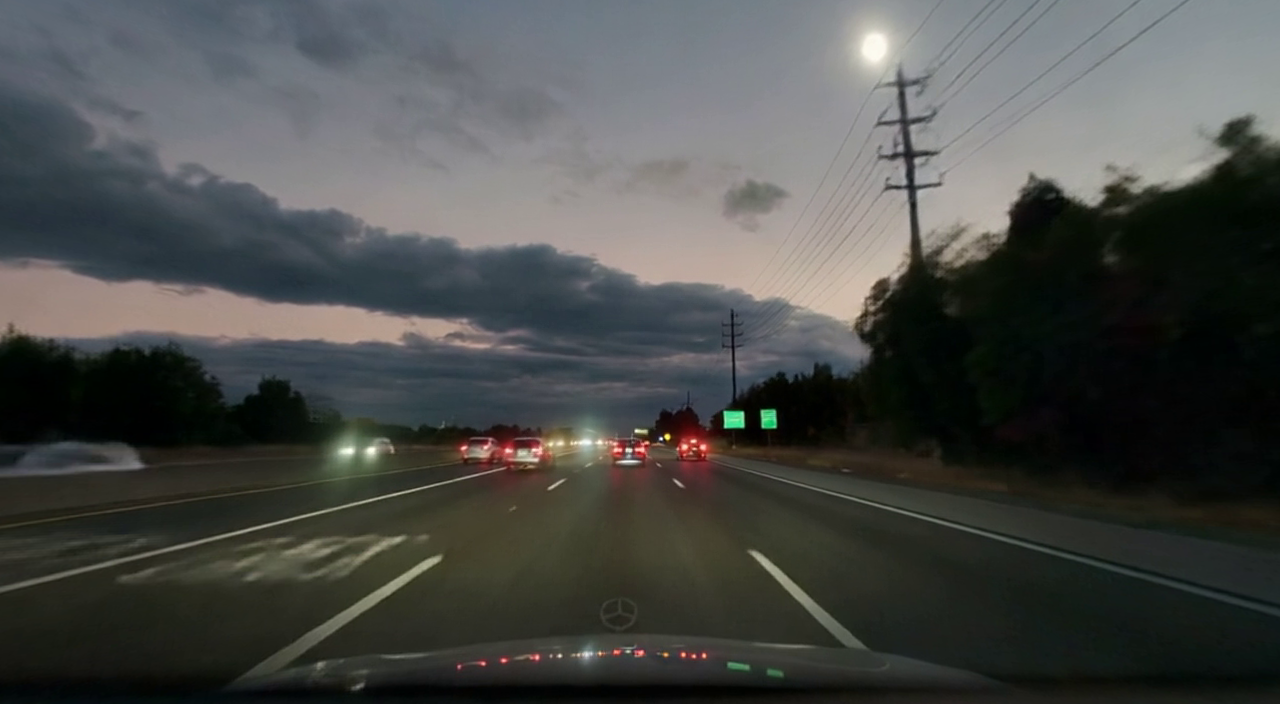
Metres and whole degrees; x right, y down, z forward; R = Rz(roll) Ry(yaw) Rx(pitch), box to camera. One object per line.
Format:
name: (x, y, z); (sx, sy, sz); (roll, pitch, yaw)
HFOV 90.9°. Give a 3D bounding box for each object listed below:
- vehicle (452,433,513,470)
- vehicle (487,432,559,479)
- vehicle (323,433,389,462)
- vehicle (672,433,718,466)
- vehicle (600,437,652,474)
vehicle: (-7.613, 4.822, 30.912); (1.980, 1.678, 4.255); (0, -8, -1)
vehicle: (-4.356, 3.910, 24.171); (1.901, 1.601, 4.610); (0, -8, 0)
vehicle: (-20.214, 6.788, 45.163); (2.279, 1.940, 5.463); (0, -8, -1)
vehicle: (2.971, 5.376, 35.040); (1.950, 1.695, 4.446); (0, -8, -2)
vehicle: (-0.590, 4.382, 27.045); (2.086, 1.488, 3.440); (0, -8, -1)
